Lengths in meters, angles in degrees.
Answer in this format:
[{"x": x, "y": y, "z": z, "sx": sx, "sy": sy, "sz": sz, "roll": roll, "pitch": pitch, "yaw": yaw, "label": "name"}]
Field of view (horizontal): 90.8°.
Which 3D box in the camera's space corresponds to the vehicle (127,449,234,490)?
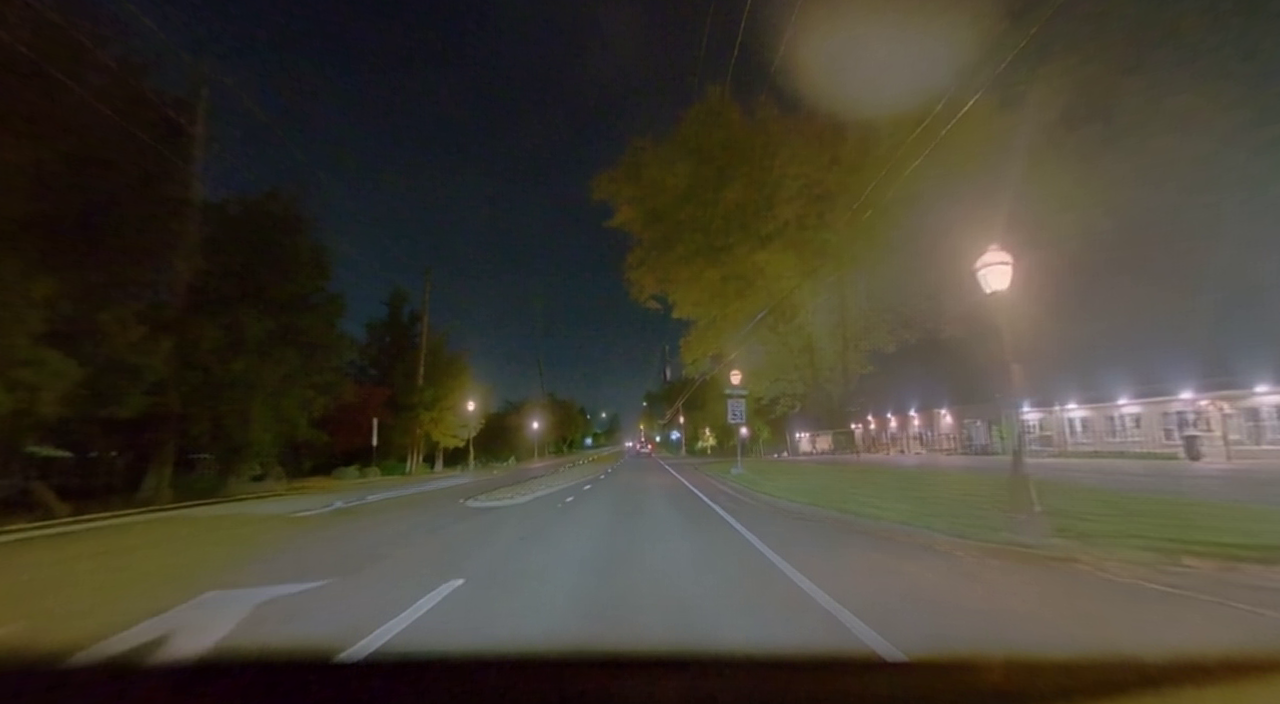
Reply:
[{"x": -18.460, "y": 4.683, "z": 25.658, "sx": 2.061, "sy": 1.475, "sz": 4.357, "roll": 2, "pitch": -9, "yaw": -16, "label": "vehicle"}]
